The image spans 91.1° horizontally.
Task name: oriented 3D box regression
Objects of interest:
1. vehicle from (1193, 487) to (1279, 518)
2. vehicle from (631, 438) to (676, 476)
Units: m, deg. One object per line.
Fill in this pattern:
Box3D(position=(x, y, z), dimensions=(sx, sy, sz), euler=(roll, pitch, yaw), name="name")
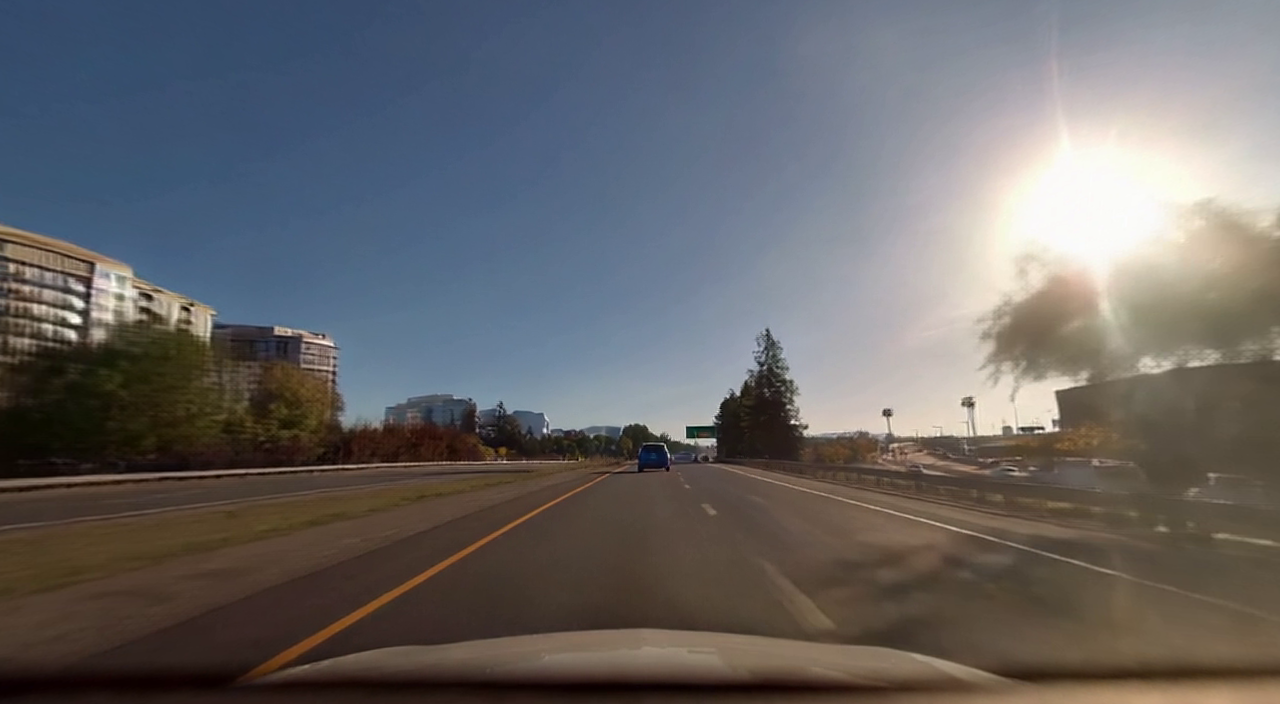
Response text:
Box3D(position=(47.810, 11.775, 49.231), dimensions=(6.211, 2.137, 2.358), euler=(-2, -9, 6), name="vehicle")
Box3D(position=(0.843, 6.373, 38.302), dimensions=(2.546, 2.126, 5.153), euler=(-1, -9, 2), name="vehicle")
